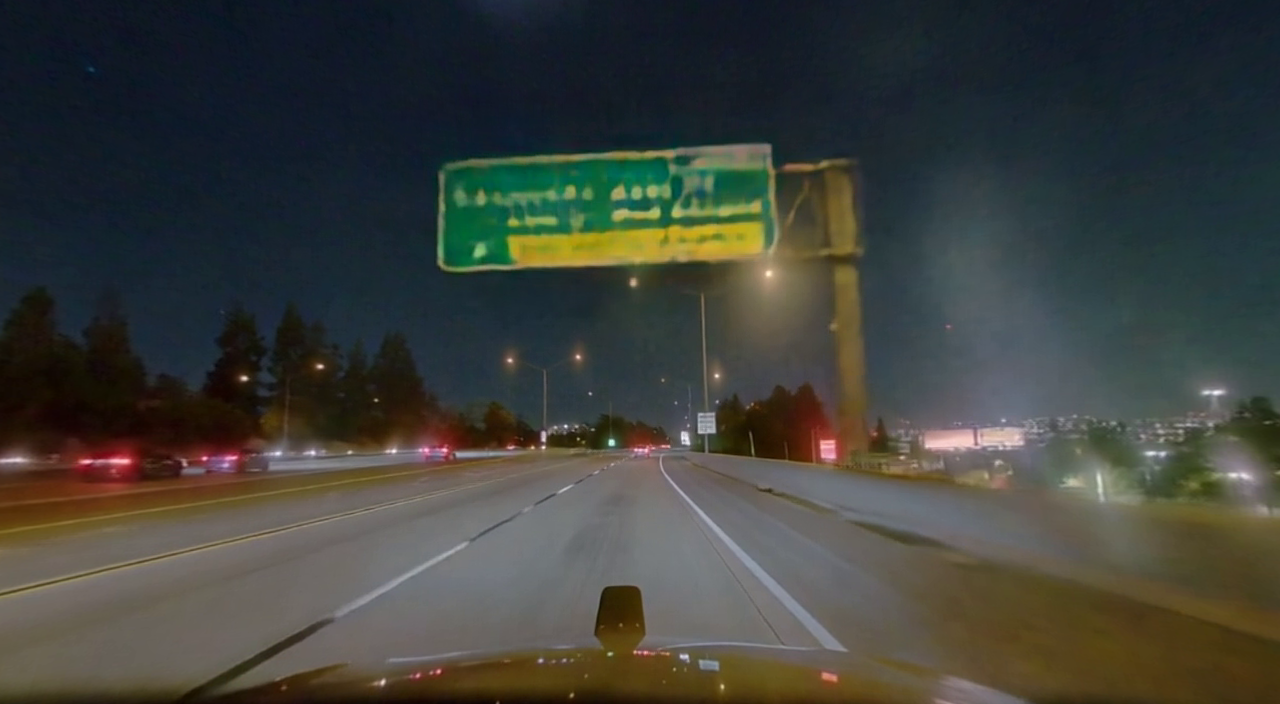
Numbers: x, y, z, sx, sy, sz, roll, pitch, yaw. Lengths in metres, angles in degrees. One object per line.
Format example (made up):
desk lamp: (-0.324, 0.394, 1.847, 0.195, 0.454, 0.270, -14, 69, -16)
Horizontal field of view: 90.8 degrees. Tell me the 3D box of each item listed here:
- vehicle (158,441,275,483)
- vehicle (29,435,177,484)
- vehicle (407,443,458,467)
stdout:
vehicle: (-16.888, 4.394, 25.519, 1.829, 1.520, 4.505, 0, -9, -4)
vehicle: (-20.743, 4.149, 24.719, 2.049, 1.718, 4.445, 0, -9, -4)
vehicle: (-14.086, 7.001, 43.219, 2.271, 1.537, 4.029, 0, -8, -3)
